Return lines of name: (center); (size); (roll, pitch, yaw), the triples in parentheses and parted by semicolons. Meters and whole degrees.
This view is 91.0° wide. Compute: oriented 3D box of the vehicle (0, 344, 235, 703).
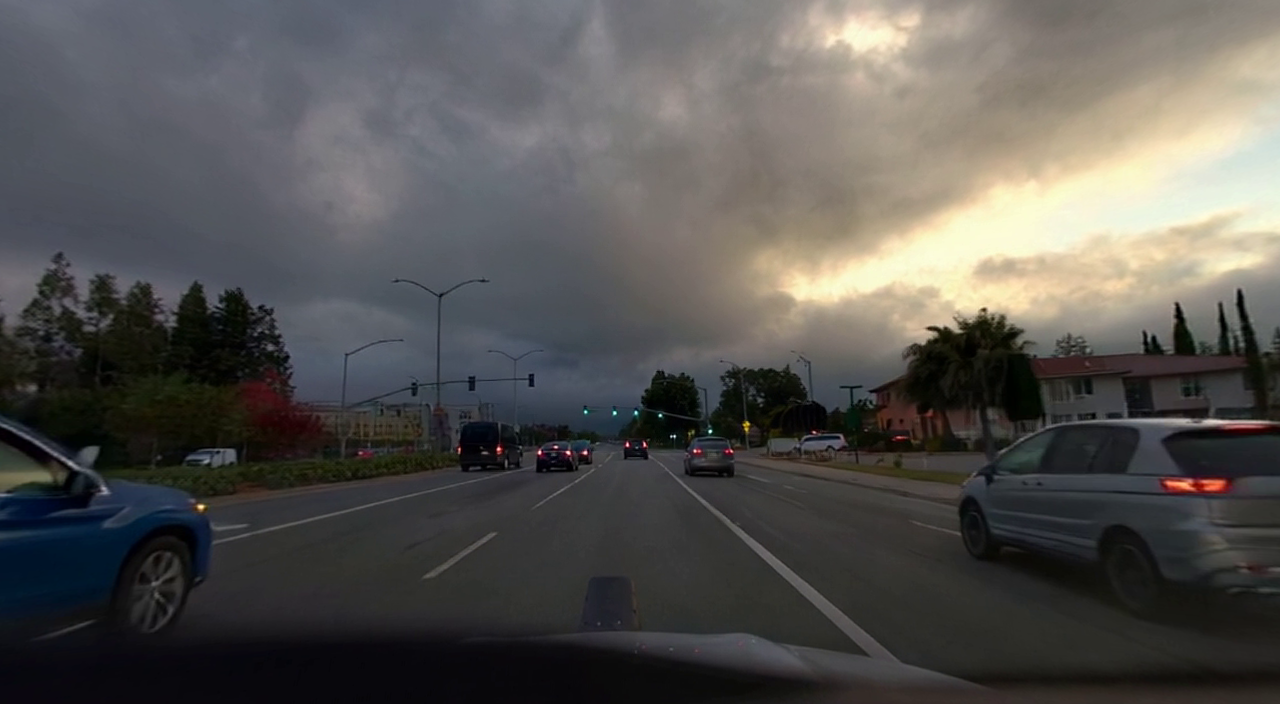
vehicle: (-3.988, 0.762, 2.394); (2.038, 1.748, 4.303); (0, -9, -1)

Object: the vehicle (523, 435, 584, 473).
vehicle: (-4.033, 4.866, 30.184); (2.133, 1.677, 4.727); (0, -9, 1)

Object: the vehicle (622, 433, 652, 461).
vehicle: (-0.295, 7.516, 49.833); (2.299, 2.104, 5.207); (0, -9, -1)

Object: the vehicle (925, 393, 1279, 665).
vehicle: (4.801, 1.415, 6.088); (2.080, 1.661, 4.324); (0, -9, 1)

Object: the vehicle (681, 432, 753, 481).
vehicle: (3.030, 4.254, 25.902); (2.167, 1.792, 4.835); (1, -9, -2)

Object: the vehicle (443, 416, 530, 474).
vehicle: (-7.595, 4.738, 32.063); (2.863, 2.592, 6.410); (0, -9, -1)
